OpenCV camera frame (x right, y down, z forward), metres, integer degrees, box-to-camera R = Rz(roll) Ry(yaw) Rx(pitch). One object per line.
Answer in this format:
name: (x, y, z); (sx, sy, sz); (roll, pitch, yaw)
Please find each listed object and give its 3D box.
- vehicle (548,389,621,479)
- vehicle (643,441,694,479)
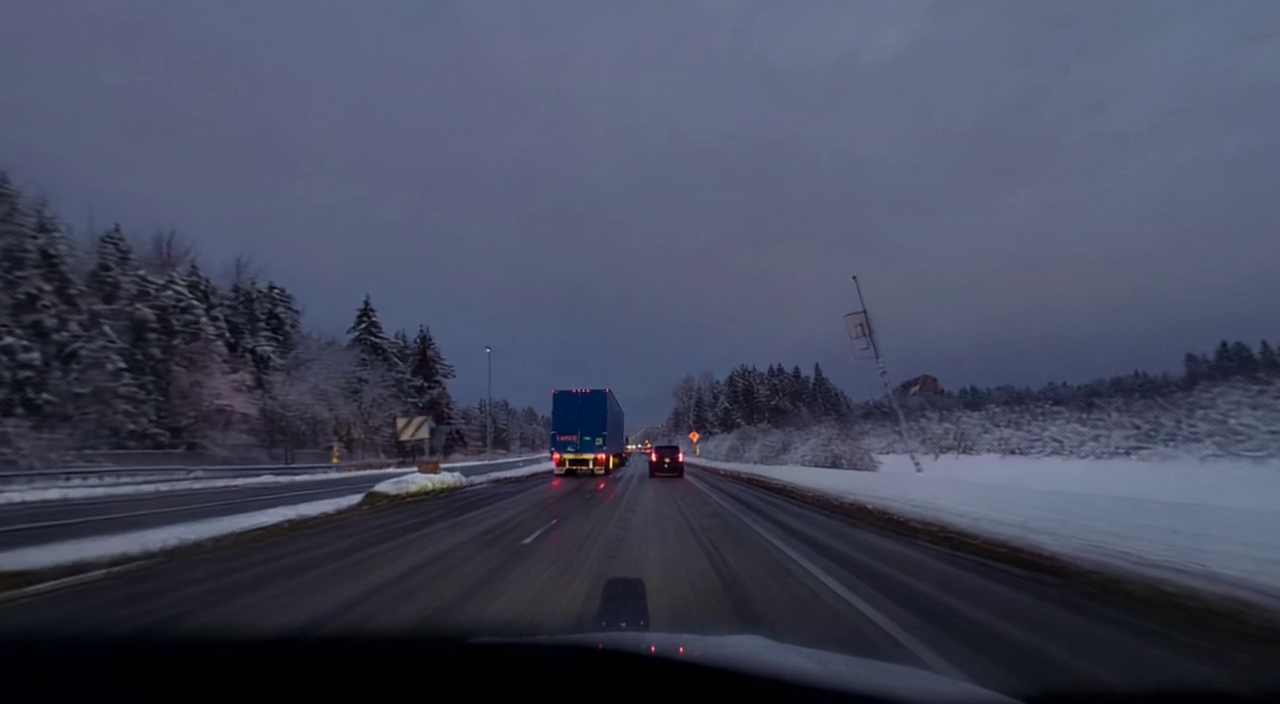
vehicle: (-2.782, 4.900, 36.805); (2.906, 4.115, 15.715); (0, -8, 0)
vehicle: (1.295, 5.266, 31.056); (2.304, 1.675, 4.462); (0, -8, 0)
